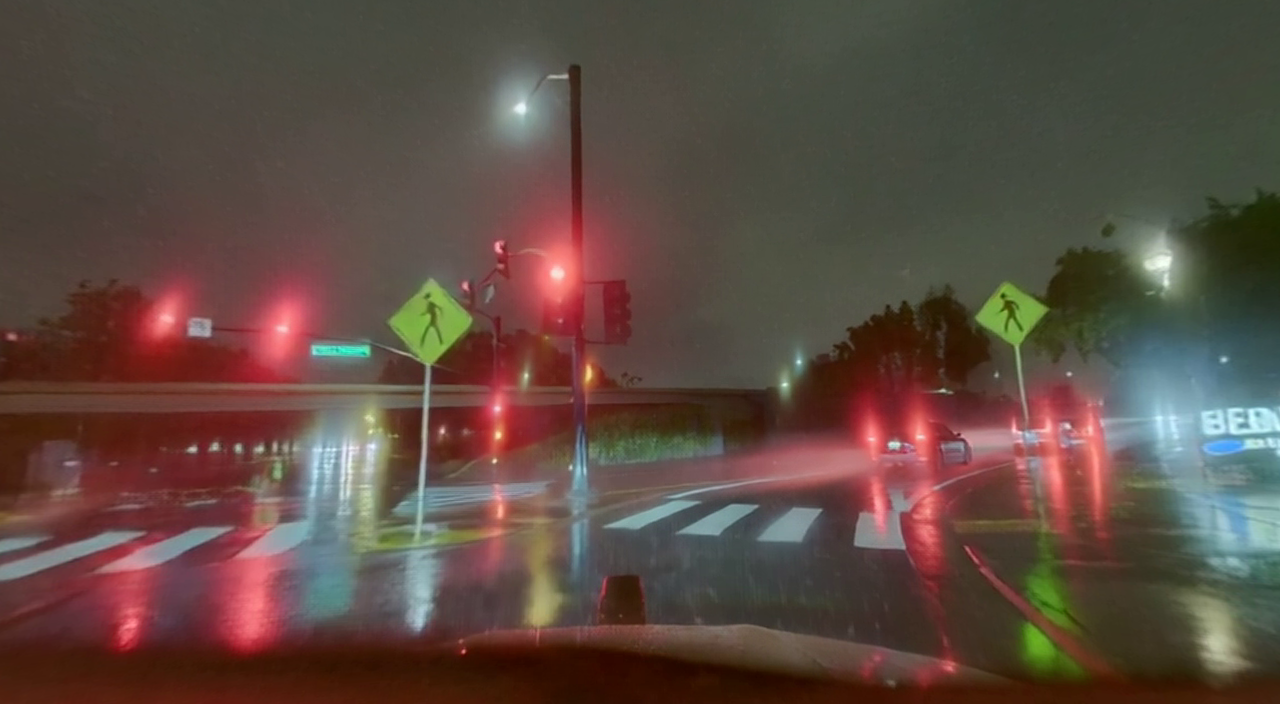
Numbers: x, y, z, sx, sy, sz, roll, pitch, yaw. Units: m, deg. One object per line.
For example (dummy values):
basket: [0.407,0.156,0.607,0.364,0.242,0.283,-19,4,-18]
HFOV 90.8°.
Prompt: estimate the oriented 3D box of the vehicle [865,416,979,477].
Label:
vehicle: [8.545,2.820,18.956,1.908,1.622,4.166,-7,-11,40]

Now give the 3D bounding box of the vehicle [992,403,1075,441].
vehicle: [21.978,3.972,35.223,5.144,1.954,2.122,6,-10,-37]
